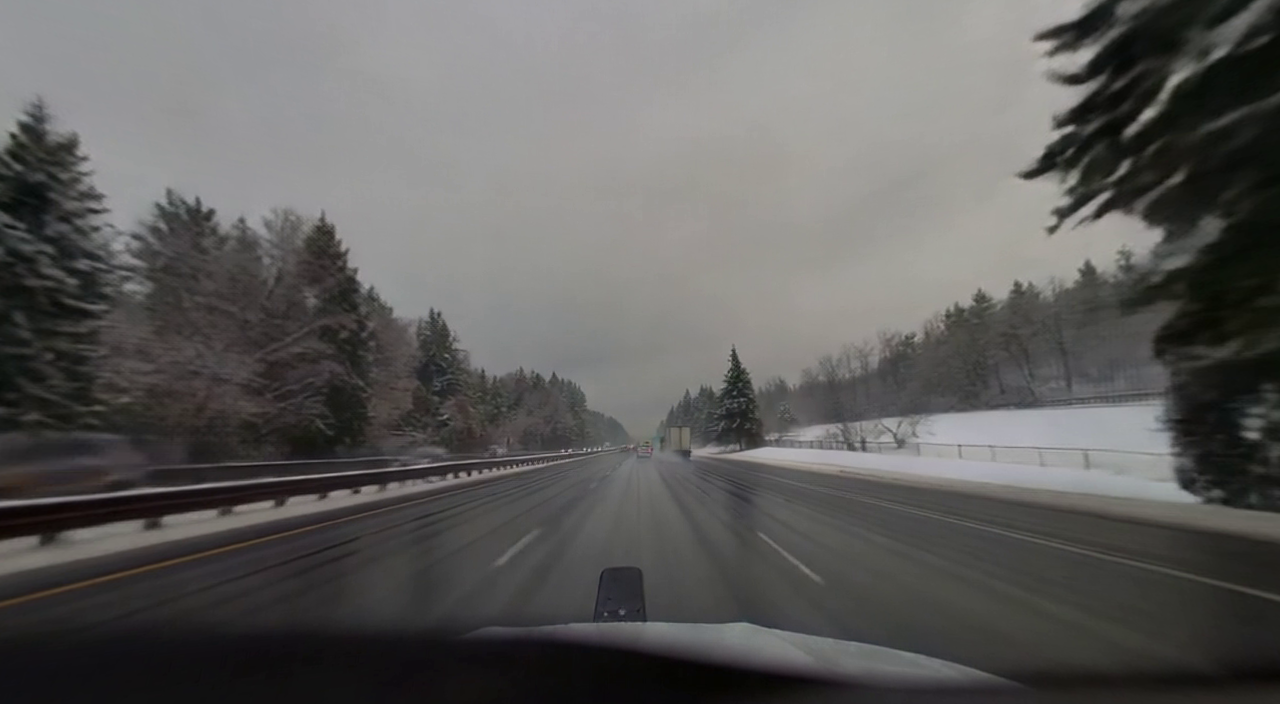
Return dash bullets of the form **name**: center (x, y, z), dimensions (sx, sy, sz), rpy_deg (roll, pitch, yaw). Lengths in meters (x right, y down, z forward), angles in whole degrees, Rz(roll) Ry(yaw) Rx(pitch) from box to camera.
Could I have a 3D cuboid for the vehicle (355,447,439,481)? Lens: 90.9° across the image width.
- **vehicle**: center (-11.631, 5.384, 30.621), dimensions (2.028, 1.479, 5.058), rpy_deg (0, -9, 0)
